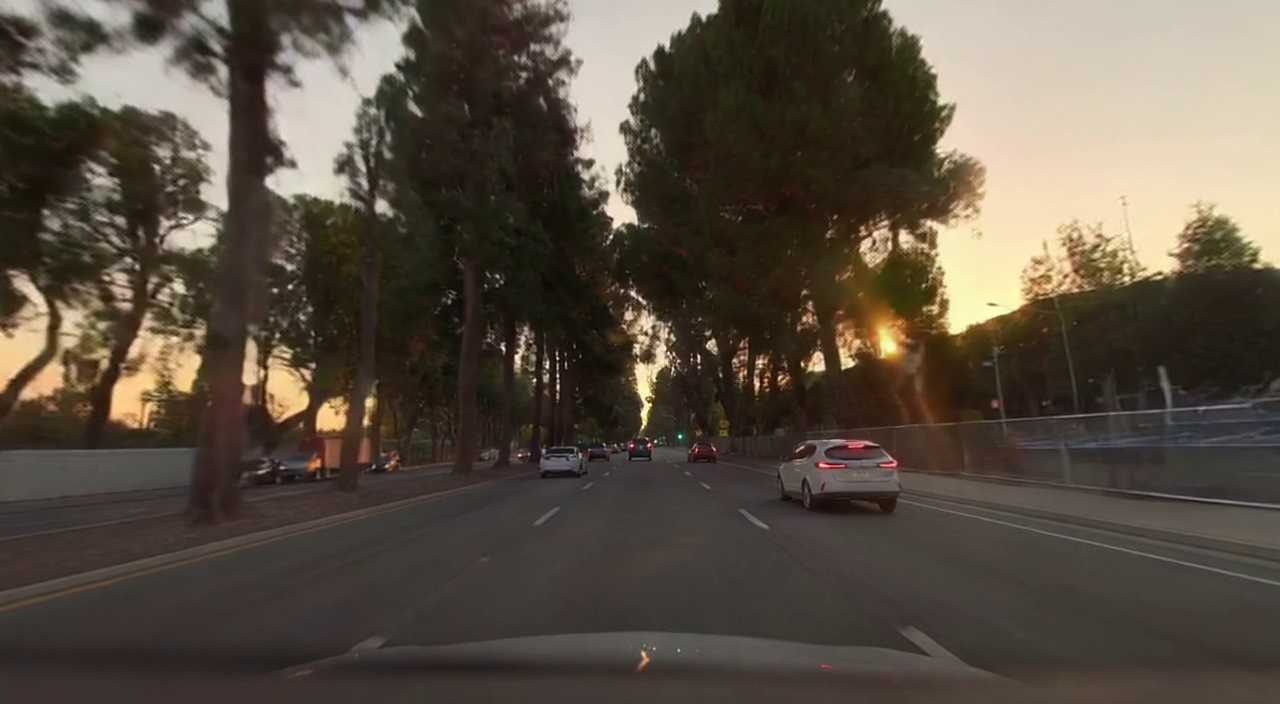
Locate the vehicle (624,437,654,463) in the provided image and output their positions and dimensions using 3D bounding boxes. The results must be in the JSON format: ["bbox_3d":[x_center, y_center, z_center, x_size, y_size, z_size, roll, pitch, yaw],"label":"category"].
[{"bbox_3d":[-0.094,7.529,48.725,2.247,1.882,4.603,0,-8,-1],"label":"vehicle"}]

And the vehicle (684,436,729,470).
[{"bbox_3d":[3.598,5.543,34.832,1.980,1.709,4.367,0,-8,-1],"label":"vehicle"}]

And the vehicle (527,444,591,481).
[{"bbox_3d":[-3.102,4.311,24.925,2.013,1.354,3.908,0,-8,0],"label":"vehicle"}]

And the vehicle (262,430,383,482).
[{"bbox_3d":[-22.355,7.385,45.492,2.816,3.267,11.356,0,-8,0],"label":"vehicle"}]

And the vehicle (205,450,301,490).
[{"bbox_3d":[-22.263,6.765,36.612,2.159,1.908,5.564,-2,-8,-1],"label":"vehicle"}]

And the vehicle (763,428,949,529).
[{"bbox_3d":[3.683,2.227,11.675,1.919,1.502,4.232,0,-8,0],"label":"vehicle"}]
